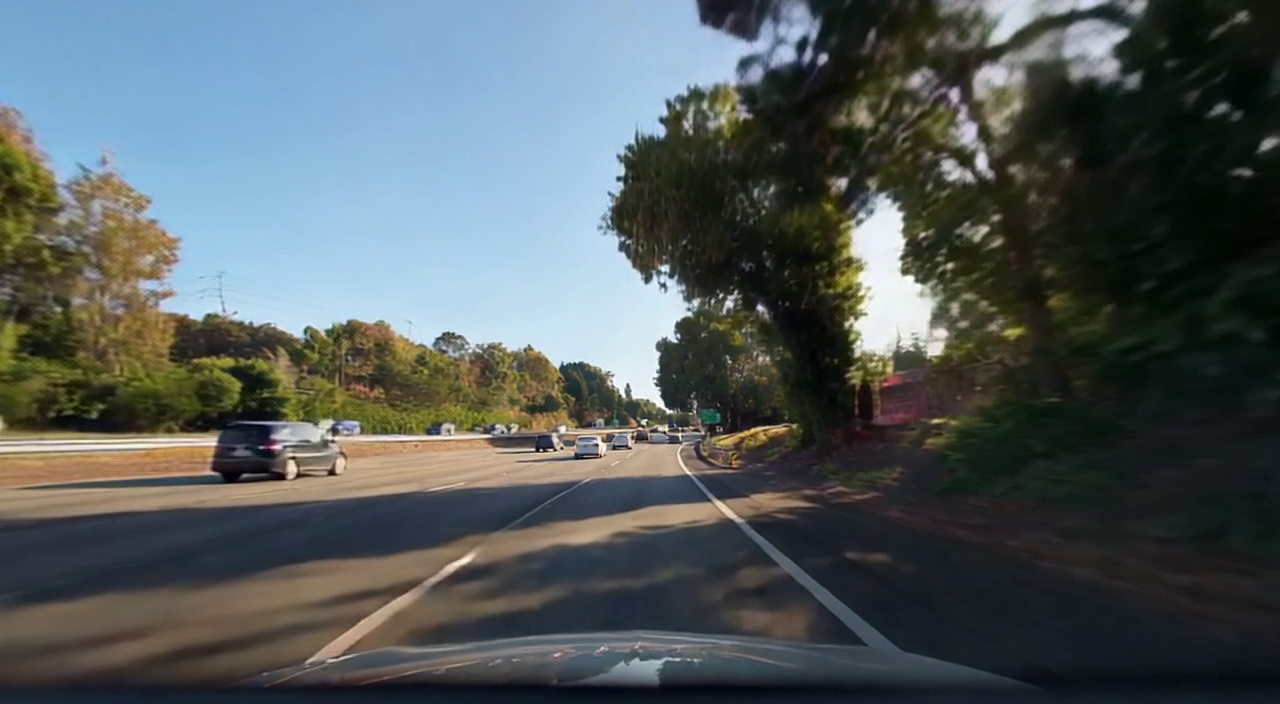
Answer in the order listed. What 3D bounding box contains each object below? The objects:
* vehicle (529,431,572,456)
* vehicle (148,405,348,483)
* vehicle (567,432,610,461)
[{"bbox_3d":[-6.287,6.509,44.629,2.108,1.686,4.556,0,-8,4],"label":"vehicle"},{"bbox_3d":[-11.338,2.756,18.927,2.264,1.980,5.574,0,-8,2],"label":"vehicle"},{"bbox_3d":[-3.098,5.781,38.691,2.035,1.673,4.469,0,-8,3],"label":"vehicle"}]
